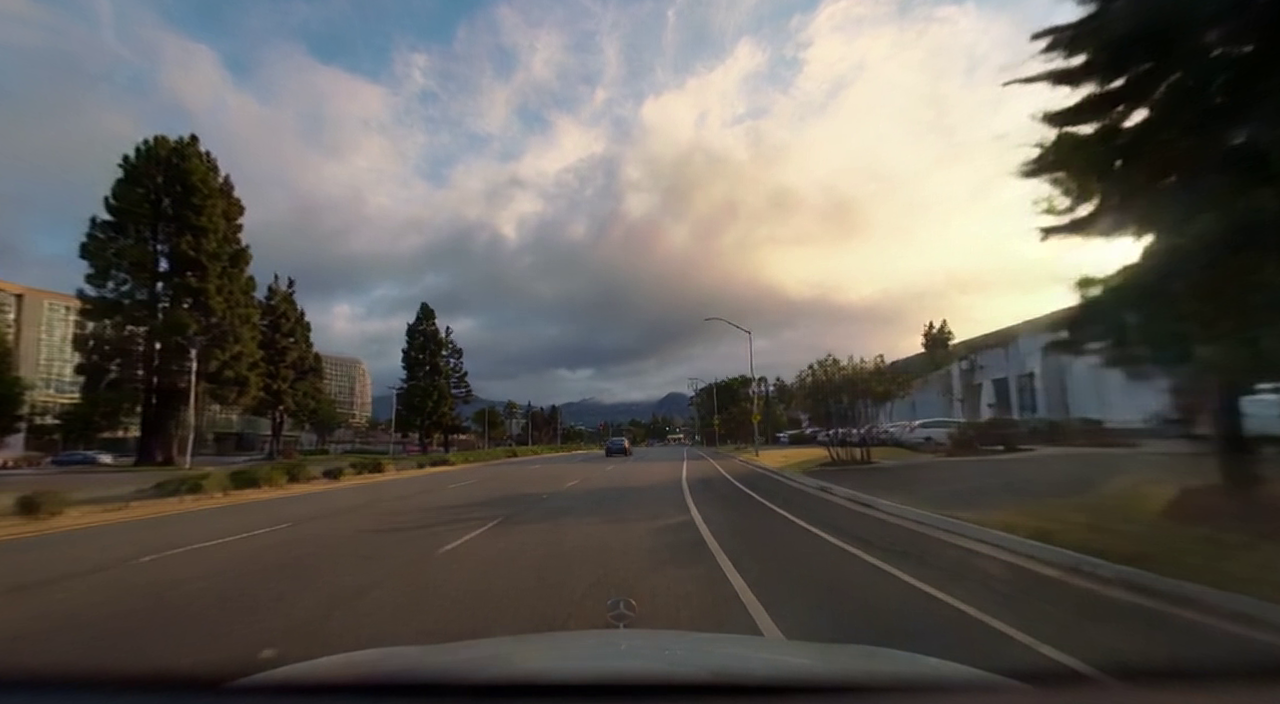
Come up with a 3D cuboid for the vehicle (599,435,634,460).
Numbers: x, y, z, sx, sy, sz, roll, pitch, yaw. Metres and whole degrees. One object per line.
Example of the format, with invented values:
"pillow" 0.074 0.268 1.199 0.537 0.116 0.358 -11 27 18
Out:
"vehicle" -1.598 6.750 44.724 2.121 1.654 3.993 -1 -8 4
